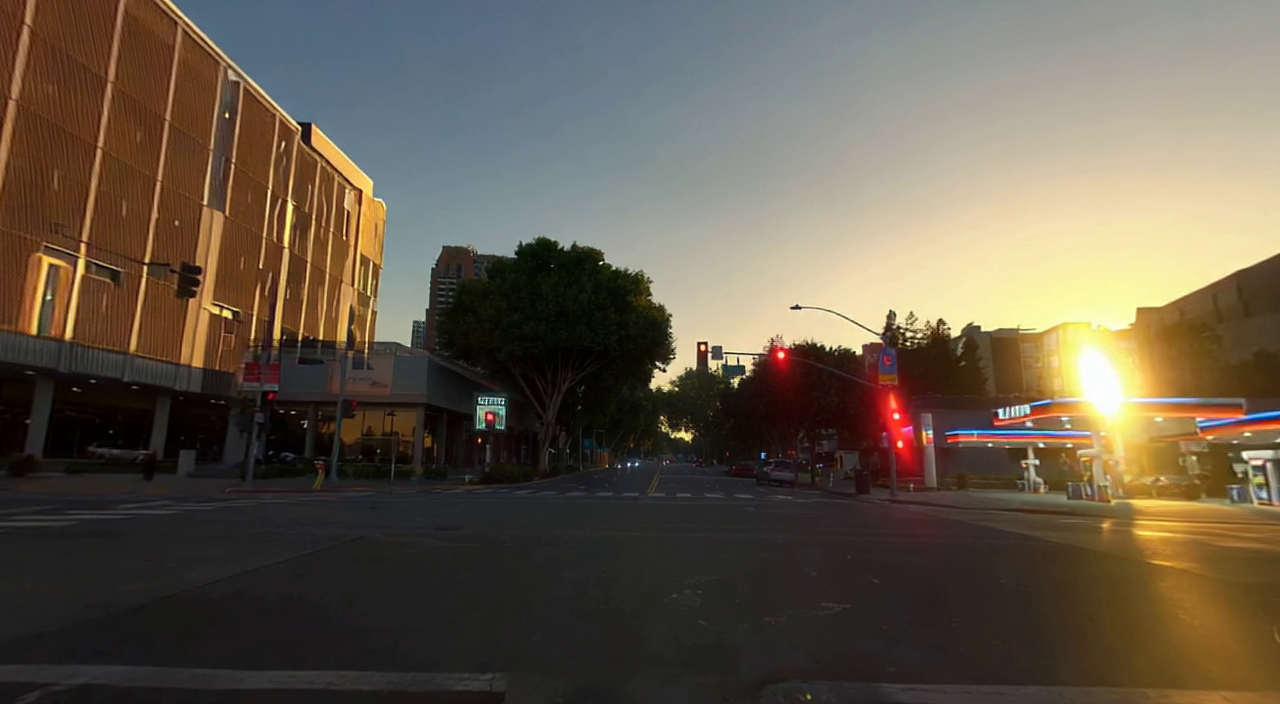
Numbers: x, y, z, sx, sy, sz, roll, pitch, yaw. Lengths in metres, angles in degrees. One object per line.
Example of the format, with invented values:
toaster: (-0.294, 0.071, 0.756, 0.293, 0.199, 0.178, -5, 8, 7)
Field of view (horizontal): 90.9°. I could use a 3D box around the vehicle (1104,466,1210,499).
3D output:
vehicle: (27.992, 7.053, 34.334, 1.897, 1.466, 4.211, 1, -8, -6)
